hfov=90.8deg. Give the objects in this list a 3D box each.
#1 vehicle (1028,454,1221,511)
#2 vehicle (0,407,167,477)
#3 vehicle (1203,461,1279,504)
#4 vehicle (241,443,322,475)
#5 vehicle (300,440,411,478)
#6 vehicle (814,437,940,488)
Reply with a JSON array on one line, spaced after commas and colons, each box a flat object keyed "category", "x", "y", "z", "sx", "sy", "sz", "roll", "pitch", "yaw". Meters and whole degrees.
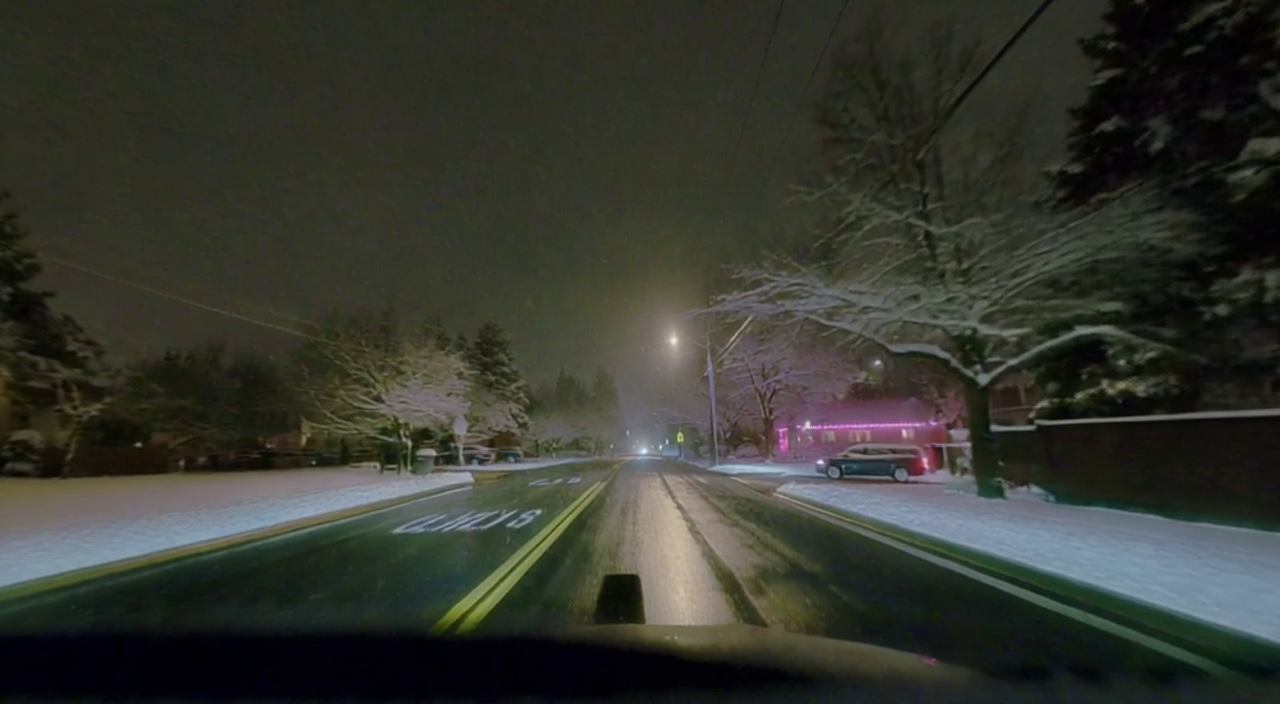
[{"category": "vehicle", "x": 14.439, "y": 3.949, "z": 19.179, "sx": 4.231, "sy": 1.493, "sz": 1.941, "roll": -7, "pitch": -10, "yaw": 27}, {"category": "vehicle", "x": -17.528, "y": 2.885, "z": 19.881, "sx": 4.918, "sy": 1.918, "sz": 2.002, "roll": -6, "pitch": -10, "yaw": 25}, {"category": "vehicle", "x": 26.992, "y": 5.782, "z": 28.179, "sx": 1.916, "sy": 1.620, "sz": 3.519, "roll": -4, "pitch": -9, "yaw": 28}, {"category": "vehicle", "x": -21.414, "y": 6.372, "z": 37.677, "sx": 4.507, "sy": 1.774, "sz": 1.923, "roll": -5, "pitch": -9, "yaw": 27}, {"category": "vehicle", "x": -15.601, "y": 5.791, "z": 34.523, "sx": 6.072, "sy": 1.882, "sz": 2.277, "roll": -5, "pitch": -9, "yaw": 29}, {"category": "vehicle", "x": 10.792, "y": 5.048, "z": 28.847, "sx": 4.854, "sy": 1.771, "sz": 2.123, "roll": -12, "pitch": -12, "yaw": 29}]
